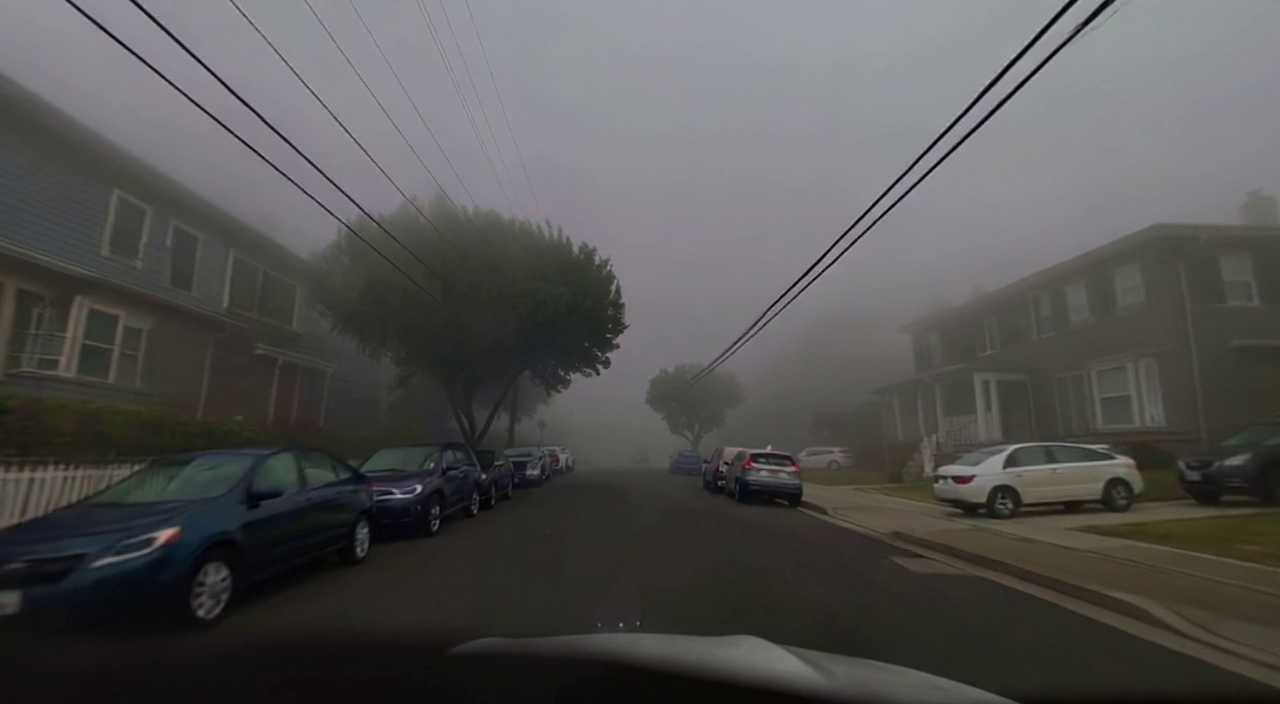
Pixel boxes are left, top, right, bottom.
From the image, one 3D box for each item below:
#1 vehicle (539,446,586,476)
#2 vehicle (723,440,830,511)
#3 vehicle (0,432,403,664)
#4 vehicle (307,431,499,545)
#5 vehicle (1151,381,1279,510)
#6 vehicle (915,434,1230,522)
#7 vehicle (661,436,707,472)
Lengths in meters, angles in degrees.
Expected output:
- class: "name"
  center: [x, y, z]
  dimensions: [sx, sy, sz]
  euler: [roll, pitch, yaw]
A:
- class: "vehicle"
  center: [-4.094, 5.864, 34.036]
  dimensions: [1.979, 1.471, 4.366]
  euler: [1, -10, 0]
- class: "vehicle"
  center: [3.350, 3.115, 16.337]
  dimensions: [1.916, 1.587, 3.986]
  euler: [0, -9, 1]
- class: "vehicle"
  center: [-4.101, 1.613, 6.341]
  dimensions: [1.745, 1.490, 4.304]
  euler: [0, -9, 0]
- class: "vehicle"
  center: [-3.920, 2.296, 11.285]
  dimensions: [1.876, 1.645, 3.911]
  euler: [0, -9, 0]
- class: "vehicle"
  center: [13.956, 1.767, 12.059]
  dimensions: [6.412, 2.204, 2.247]
  euler: [0, -9, -2]
- class: "vehicle"
  center: [7.889, 2.322, 11.911]
  dimensions: [4.480, 1.497, 1.884]
  euler: [0, -9, 2]
- class: "vehicle"
  center: [2.819, 6.729, 41.751]
  dimensions: [2.564, 2.155, 6.053]
  euler: [0, -9, 0]
